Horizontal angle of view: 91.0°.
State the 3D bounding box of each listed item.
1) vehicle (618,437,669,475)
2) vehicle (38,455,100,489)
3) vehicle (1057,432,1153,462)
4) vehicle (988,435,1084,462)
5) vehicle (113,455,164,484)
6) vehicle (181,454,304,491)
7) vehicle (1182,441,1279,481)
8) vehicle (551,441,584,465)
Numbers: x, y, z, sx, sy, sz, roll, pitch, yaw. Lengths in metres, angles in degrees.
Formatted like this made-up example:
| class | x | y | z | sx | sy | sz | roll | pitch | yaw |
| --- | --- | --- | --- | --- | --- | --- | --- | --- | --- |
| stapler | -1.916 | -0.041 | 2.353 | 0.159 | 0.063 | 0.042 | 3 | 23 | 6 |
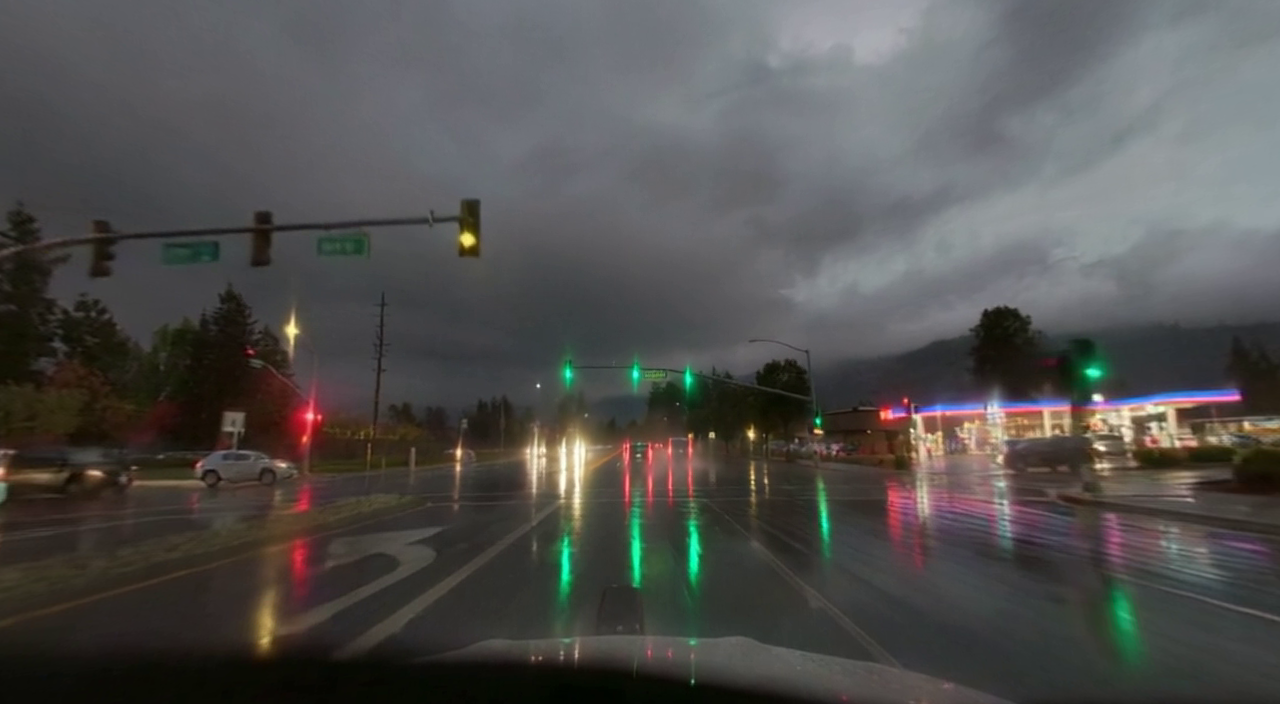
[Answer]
| class | x | y | z | sx | sy | sz | roll | pitch | yaw |
| --- | --- | --- | --- | --- | --- | --- | --- | --- | --- |
| vehicle | 0.113 | 4.696 | 28.586 | 2.145 | 1.572 | 4.021 | 1 | -9 | -1 |
| vehicle | -28.442 | 5.926 | 31.377 | 2.022 | 1.455 | 4.478 | 8 | -11 | -41 |
| vehicle | 29.849 | 6.115 | 40.518 | 1.958 | 1.759 | 4.517 | 7 | -11 | -38 |
| vehicle | 25.855 | 6.318 | 41.254 | 1.941 | 1.641 | 4.829 | 7 | -11 | -39 |
| vehicle | -28.179 | 6.543 | 35.310 | 1.953 | 1.415 | 4.553 | 8 | -11 | -40 |
| vehicle | -18.837 | 5.717 | 30.293 | 2.311 | 1.485 | 5.817 | 1 | -9 | -2 |
| vehicle | 24.871 | 4.314 | 24.961 | 4.788 | 1.481 | 1.959 | 0 | -9 | 2 |
| vehicle | -5.128 | 7.209 | 44.949 | 1.844 | 1.534 | 3.831 | -3 | -8 | 0 |
